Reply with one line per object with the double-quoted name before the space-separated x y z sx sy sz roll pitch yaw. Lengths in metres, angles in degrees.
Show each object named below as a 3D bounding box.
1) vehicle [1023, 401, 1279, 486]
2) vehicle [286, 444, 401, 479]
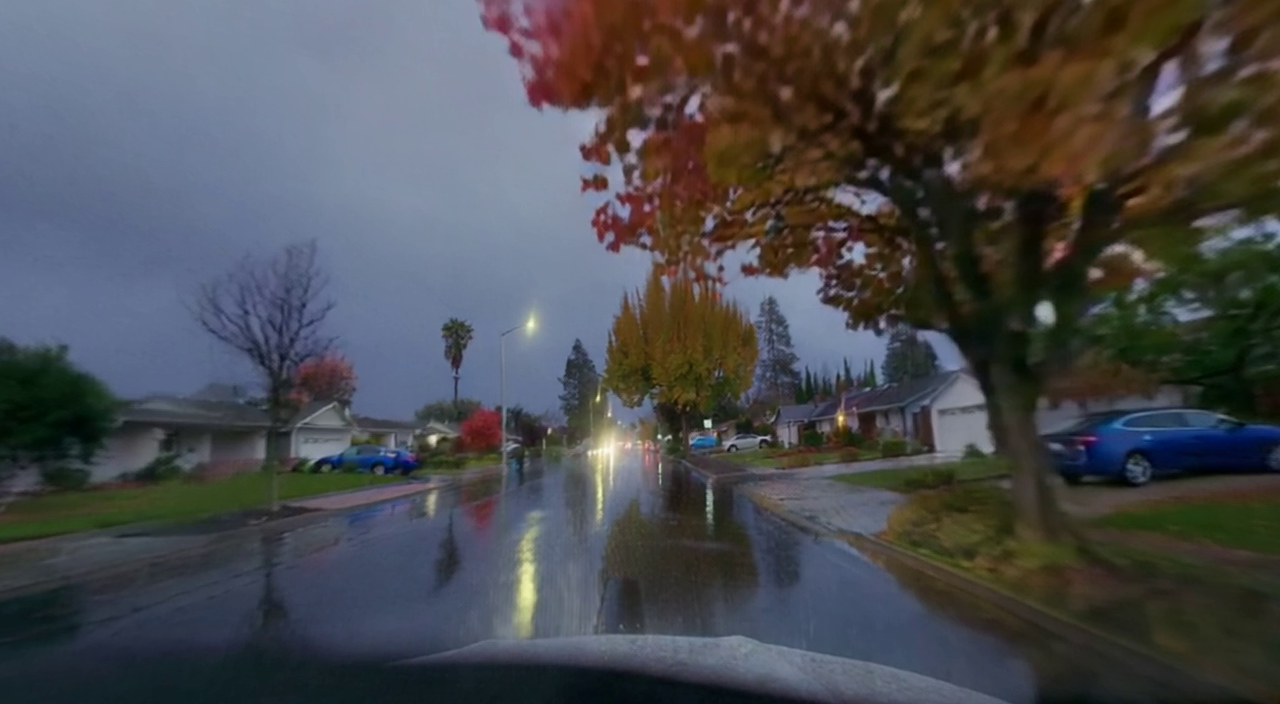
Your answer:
"vehicle" 10.244 1.754 12.145 4.422 1.488 2.013 0 -8 0
"vehicle" -15.261 5.653 32.712 4.830 1.725 2.116 0 -8 2
